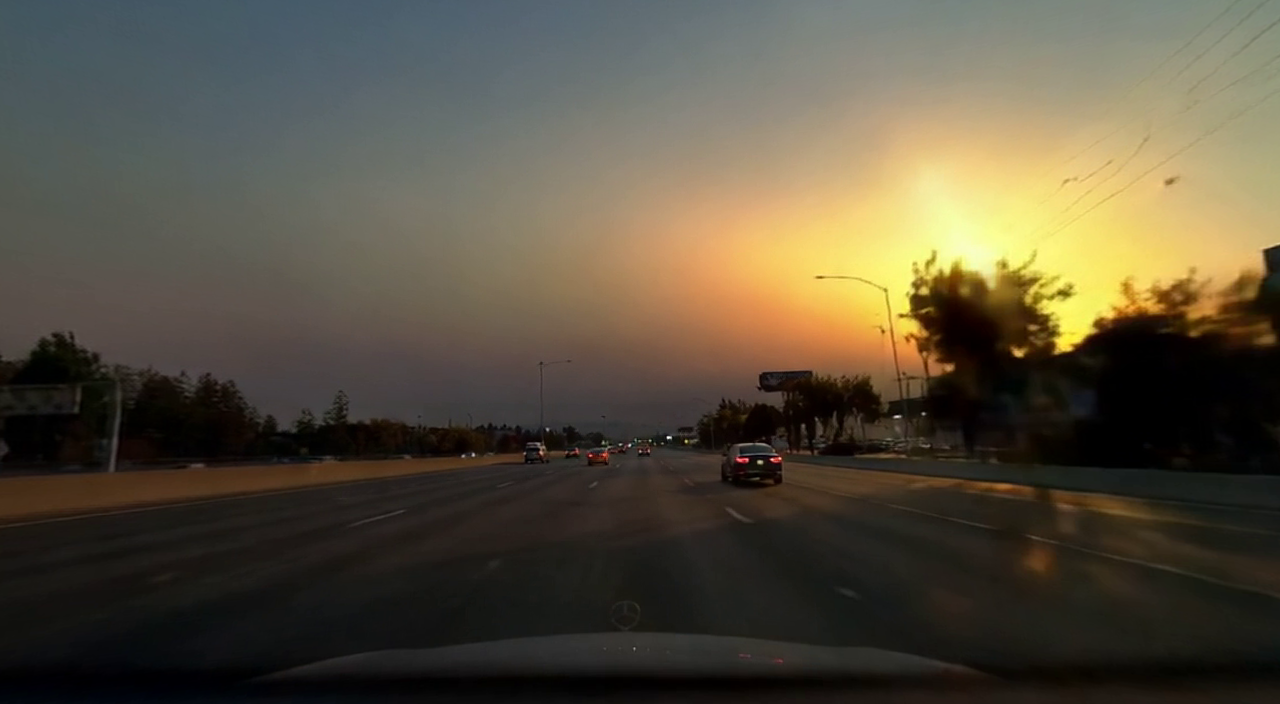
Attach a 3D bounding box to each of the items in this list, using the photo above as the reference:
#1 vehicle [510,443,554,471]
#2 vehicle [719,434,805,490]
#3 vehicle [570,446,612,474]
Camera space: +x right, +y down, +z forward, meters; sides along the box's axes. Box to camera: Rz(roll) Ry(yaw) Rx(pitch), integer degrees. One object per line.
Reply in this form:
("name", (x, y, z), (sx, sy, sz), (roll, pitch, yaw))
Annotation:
("vehicle", (-7.356, 7.204, 43.405), (2.112, 1.813, 4.716), (0, -9, 1))
("vehicle", (4.205, 3.877, 22.557), (2.109, 1.764, 4.704), (0, -9, 0))
("vehicle", (-2.832, 6.388, 37.550), (2.139, 1.510, 4.506), (0, -9, 0))
